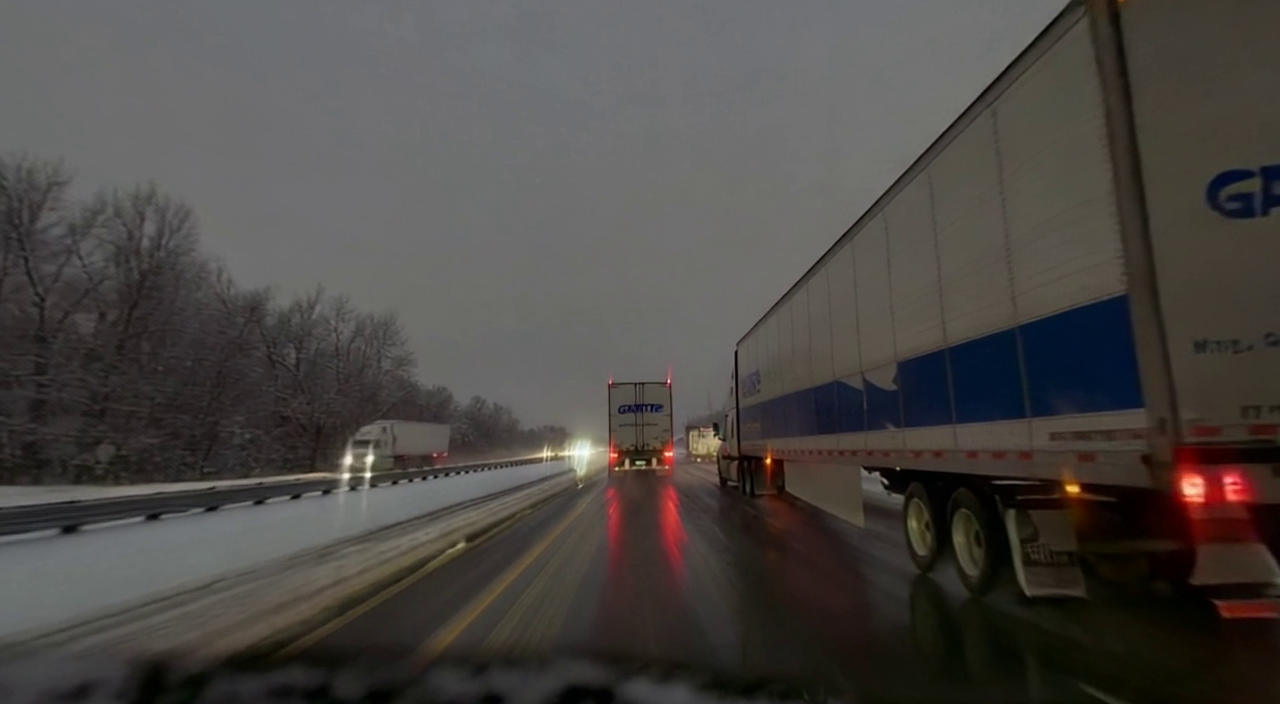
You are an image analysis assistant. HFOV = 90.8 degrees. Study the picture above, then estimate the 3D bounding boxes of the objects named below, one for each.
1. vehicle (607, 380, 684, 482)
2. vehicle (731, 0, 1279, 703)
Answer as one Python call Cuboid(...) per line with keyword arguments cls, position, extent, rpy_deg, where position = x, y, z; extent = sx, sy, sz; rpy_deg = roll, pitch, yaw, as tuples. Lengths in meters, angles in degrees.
Cuboid(cls="vehicle", position=(0.195, 3.692, 28.534), extent=(2.864, 3.805, 9.709), rpy_deg=(0, -9, 0))
Cuboid(cls="vehicle", position=(4.162, 0.782, 10.311), extent=(3.044, 4.128, 14.482), rpy_deg=(0, -9, -1))
